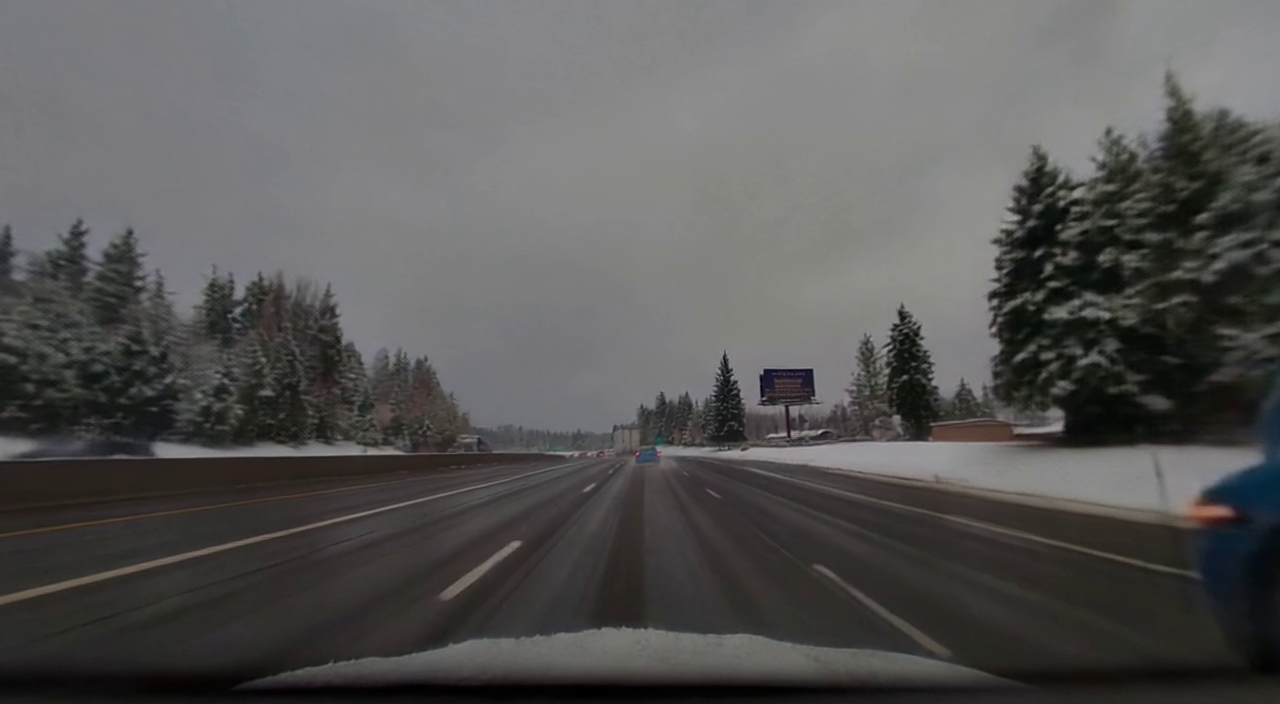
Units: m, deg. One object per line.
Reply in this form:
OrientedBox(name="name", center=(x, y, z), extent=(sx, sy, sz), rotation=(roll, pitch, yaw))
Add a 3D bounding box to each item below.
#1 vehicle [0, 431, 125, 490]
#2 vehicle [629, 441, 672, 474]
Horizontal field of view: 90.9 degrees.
OrientedBox(name="vehicle", center=(-17.882, 3.115, 18.373), extent=(1.885, 1.542, 4.520), rotation=(0, -8, 1))
OrientedBox(name="vehicle", center=(0.451, 5.246, 31.641), extent=(2.042, 1.528, 4.300), rotation=(0, -8, -1))
